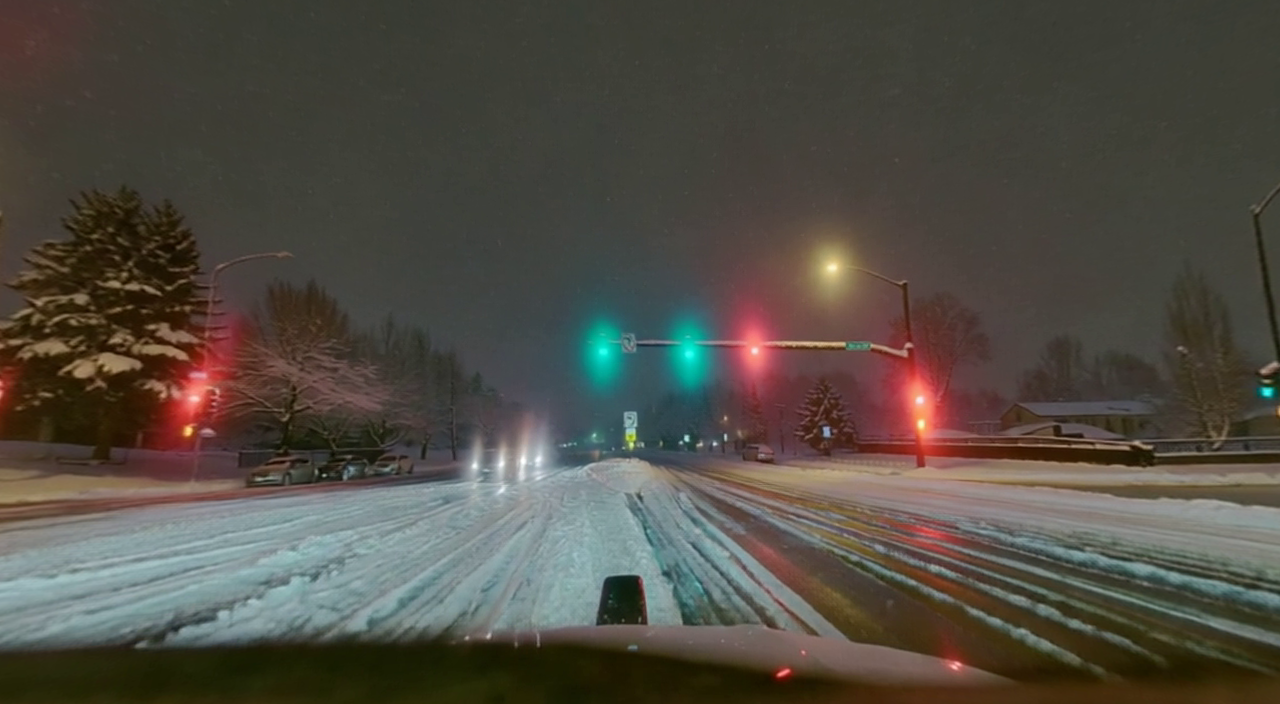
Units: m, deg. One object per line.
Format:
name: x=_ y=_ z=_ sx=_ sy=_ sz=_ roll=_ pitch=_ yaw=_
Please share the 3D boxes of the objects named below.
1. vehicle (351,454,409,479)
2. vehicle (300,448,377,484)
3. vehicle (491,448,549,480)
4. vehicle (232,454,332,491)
vehicle: x=-16.893 y=7.418 z=40.997 sx=1.804 sy=1.486 sz=4.625 roll=0 pitch=-8 yaw=0
vehicle: x=-16.850 y=6.358 z=35.377 sx=1.960 sy=1.819 sz=5.018 roll=0 pitch=-9 yaw=-2
vehicle: x=-6.034 y=5.684 z=32.188 sx=2.154 sy=1.501 sz=4.416 roll=0 pitch=-8 yaw=-1
vehicle: x=-16.631 y=5.599 z=29.497 sx=2.055 sy=1.506 sz=4.663 roll=0 pitch=-9 yaw=-2
